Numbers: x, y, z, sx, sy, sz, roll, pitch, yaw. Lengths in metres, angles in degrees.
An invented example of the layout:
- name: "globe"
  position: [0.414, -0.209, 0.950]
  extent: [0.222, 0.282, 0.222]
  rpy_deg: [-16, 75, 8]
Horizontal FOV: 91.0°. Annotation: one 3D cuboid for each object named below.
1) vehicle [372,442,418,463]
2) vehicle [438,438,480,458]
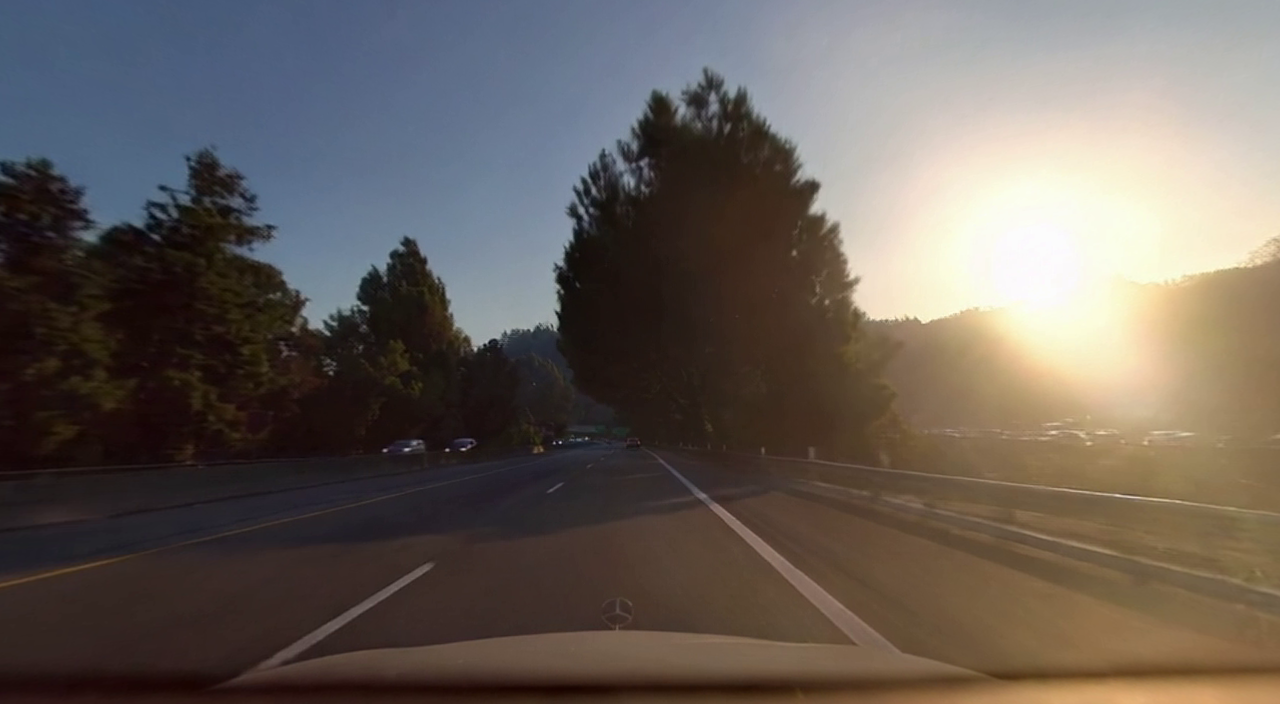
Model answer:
- name: "vehicle"
  position: [-17.940, 7.380, 46.329]
  extent: [1.907, 1.441, 3.867]
  rpy_deg: [0, -8, -1]
- name: "vehicle"
  position: [-14.024, 7.465, 48.981]
  extent: [2.049, 1.467, 3.924]
  rpy_deg: [-1, -8, 0]
